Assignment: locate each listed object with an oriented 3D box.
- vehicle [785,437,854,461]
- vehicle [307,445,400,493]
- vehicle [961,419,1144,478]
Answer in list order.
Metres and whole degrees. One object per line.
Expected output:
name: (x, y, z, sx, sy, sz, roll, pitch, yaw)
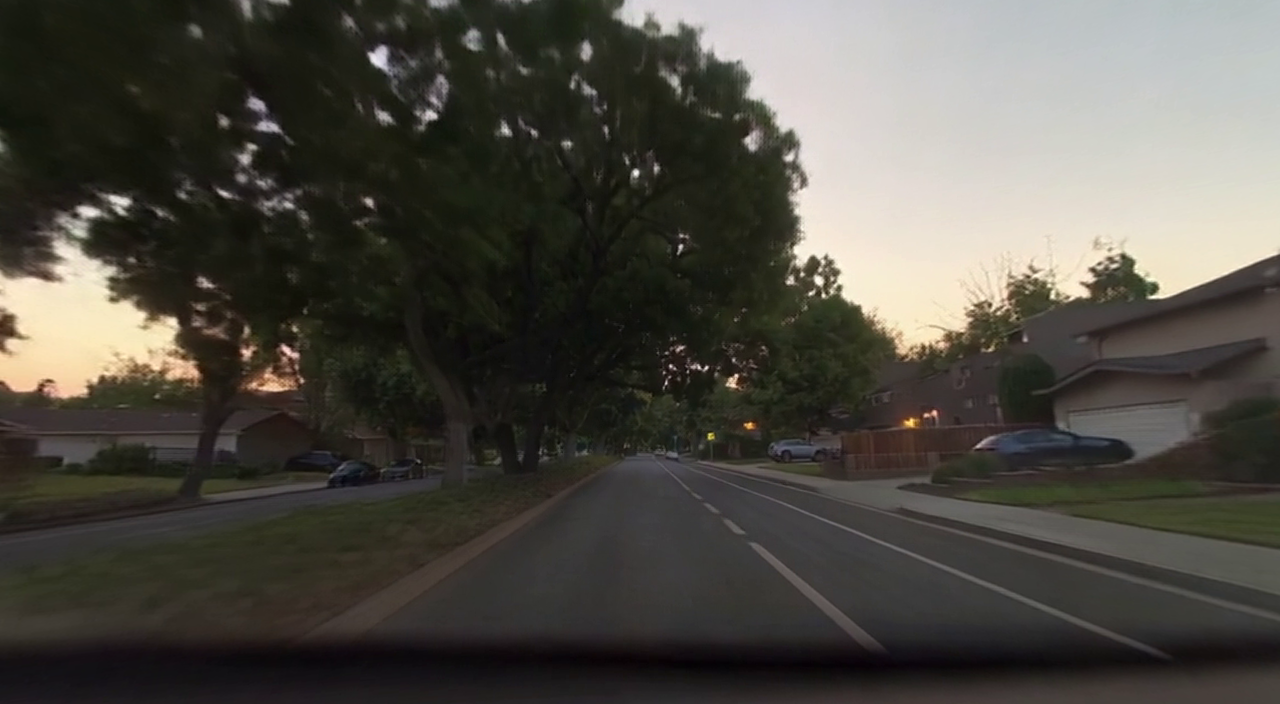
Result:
vehicle: (13.722, 7.421, 48.466, 4.629, 1.770, 1.959, 0, -8, 0)
vehicle: (-12.579, 5.124, 28.115, 2.003, 1.804, 4.554, -1, -7, 0)
vehicle: (13.383, 3.183, 20.898, 4.577, 1.770, 2.006, -3, -9, 17)
